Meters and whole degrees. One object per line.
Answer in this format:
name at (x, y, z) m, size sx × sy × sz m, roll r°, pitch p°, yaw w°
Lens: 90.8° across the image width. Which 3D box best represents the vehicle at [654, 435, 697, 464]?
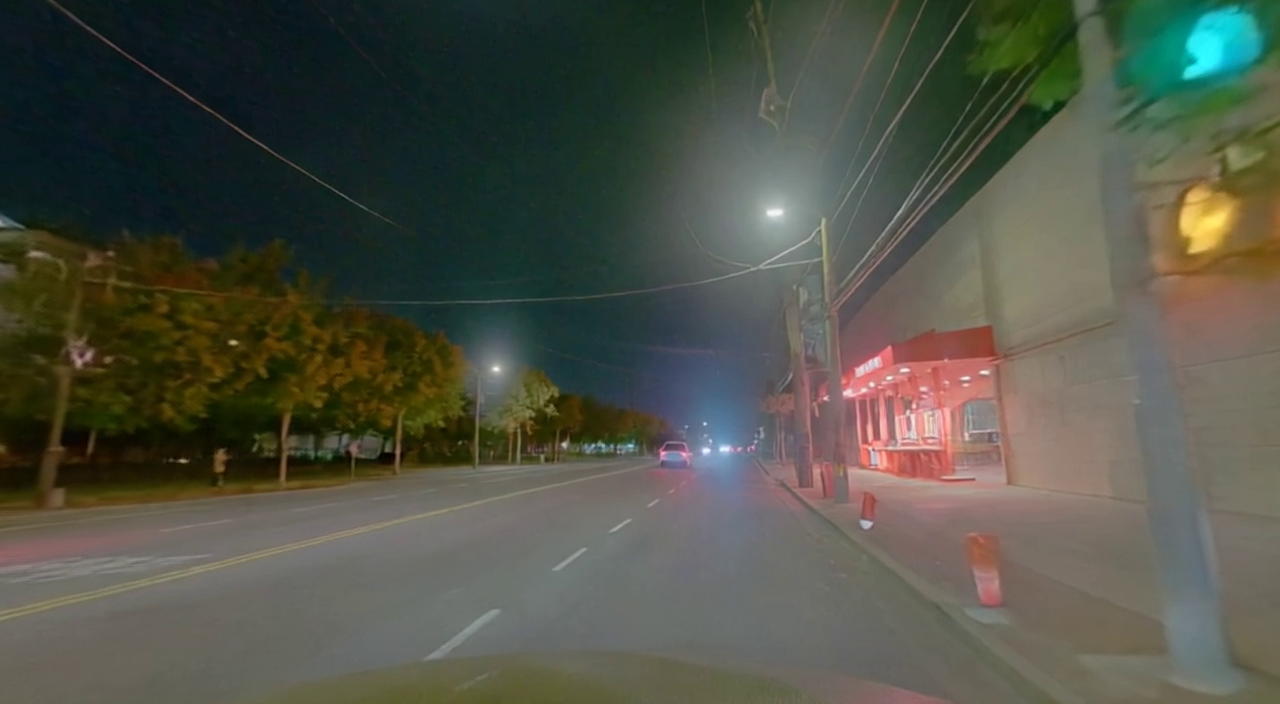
vehicle at (2.340, 6.229, 40.409) m, size 2.101 × 1.721 × 4.364 m, roll -2°, pitch -9°, yaw 11°
